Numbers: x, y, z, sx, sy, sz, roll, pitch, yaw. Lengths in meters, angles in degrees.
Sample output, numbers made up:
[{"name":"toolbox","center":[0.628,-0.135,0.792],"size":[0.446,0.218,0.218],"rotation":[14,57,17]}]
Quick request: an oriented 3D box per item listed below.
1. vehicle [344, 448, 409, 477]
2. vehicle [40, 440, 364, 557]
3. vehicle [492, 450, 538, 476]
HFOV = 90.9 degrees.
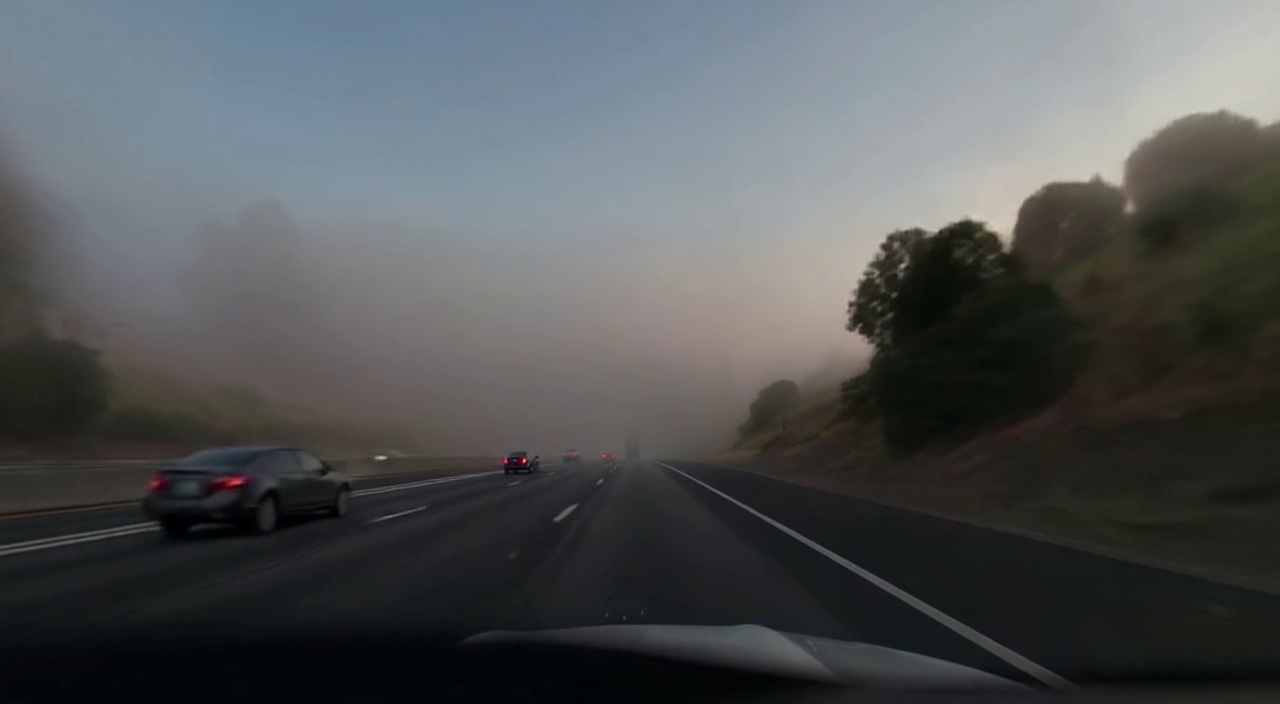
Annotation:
[{"name":"vehicle","center":[-14.618,6.135,35.217],"size":[1.794,1.461,4.344],"rotation":[0,-9,0]},{"name":"vehicle","center":[-6.654,2.244,10.445],"size":[2.015,1.483,4.626],"rotation":[0,-9,0]},{"name":"vehicle","center":[-7.524,6.691,38.301],"size":[1.966,1.476,4.240],"rotation":[0,-9,0]}]
